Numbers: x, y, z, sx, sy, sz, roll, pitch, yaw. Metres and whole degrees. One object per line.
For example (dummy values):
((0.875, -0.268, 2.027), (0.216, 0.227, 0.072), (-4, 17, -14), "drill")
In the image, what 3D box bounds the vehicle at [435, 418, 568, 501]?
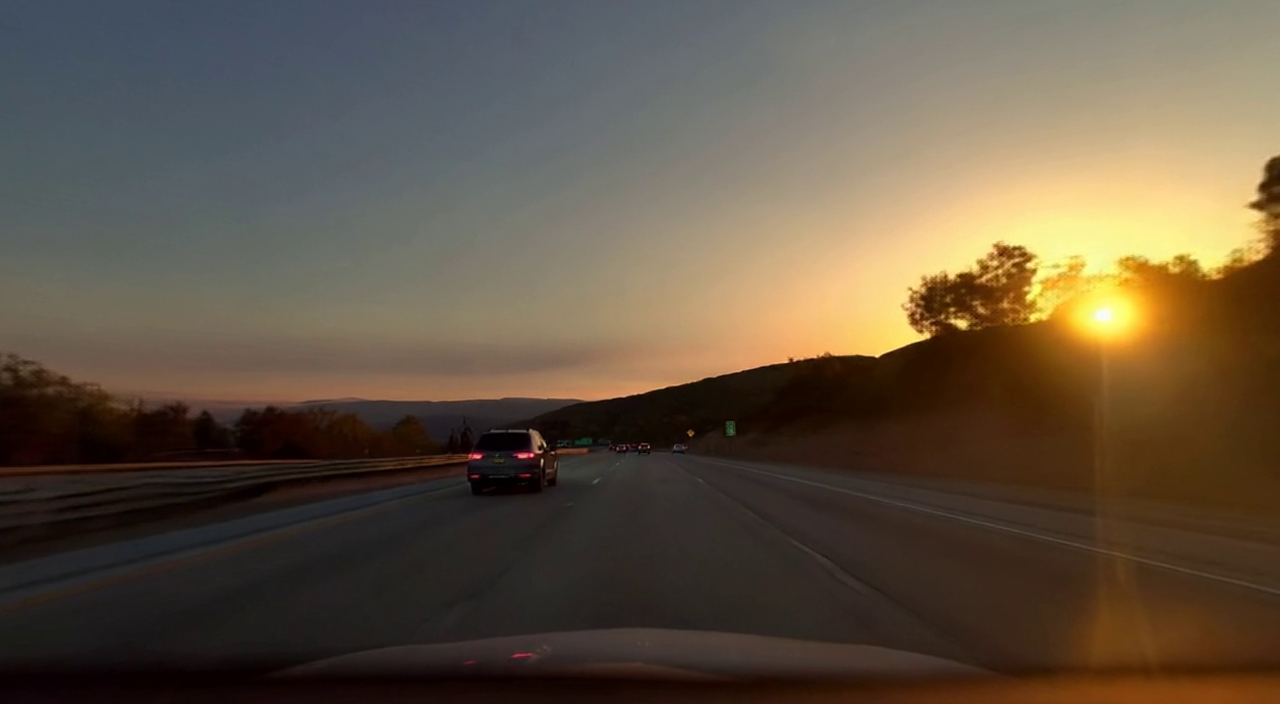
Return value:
((-3.551, 2.904, 17.505), (2.379, 1.918, 5.504), (0, -8, 1), "vehicle")
